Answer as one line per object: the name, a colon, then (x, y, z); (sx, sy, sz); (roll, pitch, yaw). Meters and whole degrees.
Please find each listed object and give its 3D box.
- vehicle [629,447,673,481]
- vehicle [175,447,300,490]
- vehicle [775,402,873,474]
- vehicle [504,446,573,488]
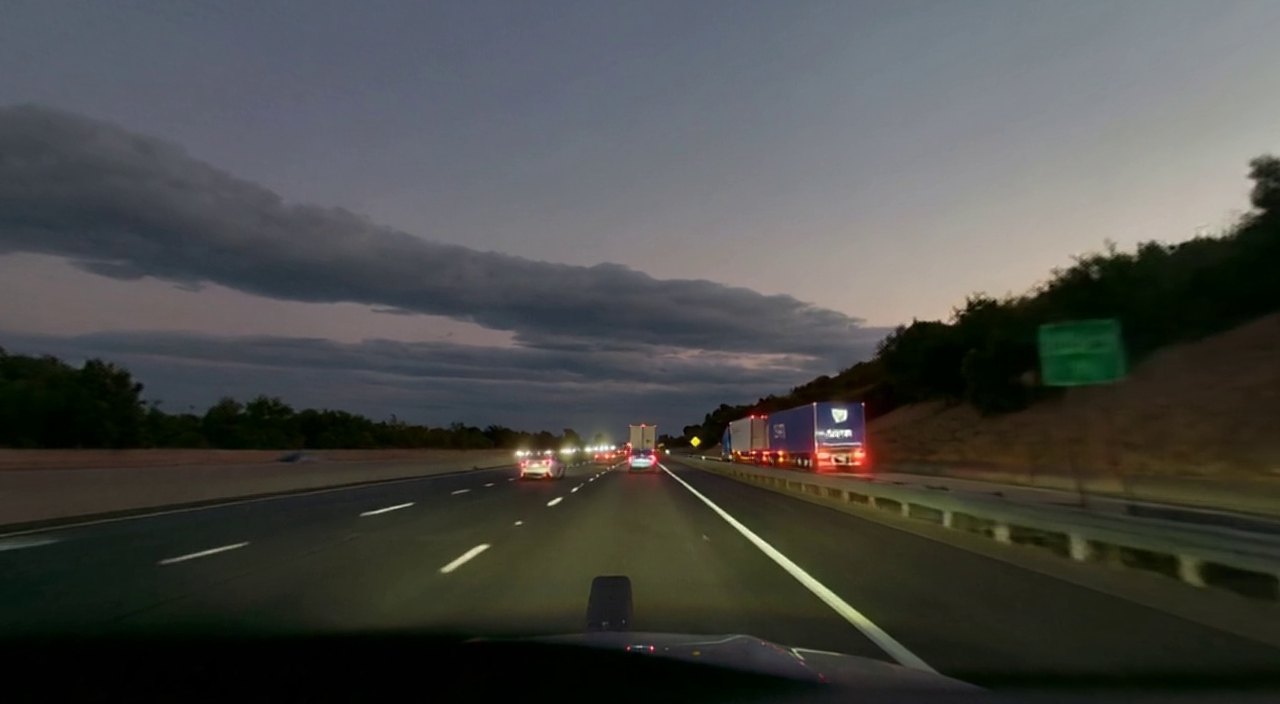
vehicle: (0.486, 5.313, 30.108); (1.991, 1.507, 3.391); (0, -9, -1)
vehicle: (-15.949, 4.620, 25.320); (1.952, 1.573, 4.568); (0, -9, 0)
vehicle: (11.993, 5.990, 42.954); (2.926, 4.094, 13.856); (0, -9, 2)
vehicle: (-3.978, 4.603, 25.533); (2.018, 1.504, 4.431); (0, -9, 1)
